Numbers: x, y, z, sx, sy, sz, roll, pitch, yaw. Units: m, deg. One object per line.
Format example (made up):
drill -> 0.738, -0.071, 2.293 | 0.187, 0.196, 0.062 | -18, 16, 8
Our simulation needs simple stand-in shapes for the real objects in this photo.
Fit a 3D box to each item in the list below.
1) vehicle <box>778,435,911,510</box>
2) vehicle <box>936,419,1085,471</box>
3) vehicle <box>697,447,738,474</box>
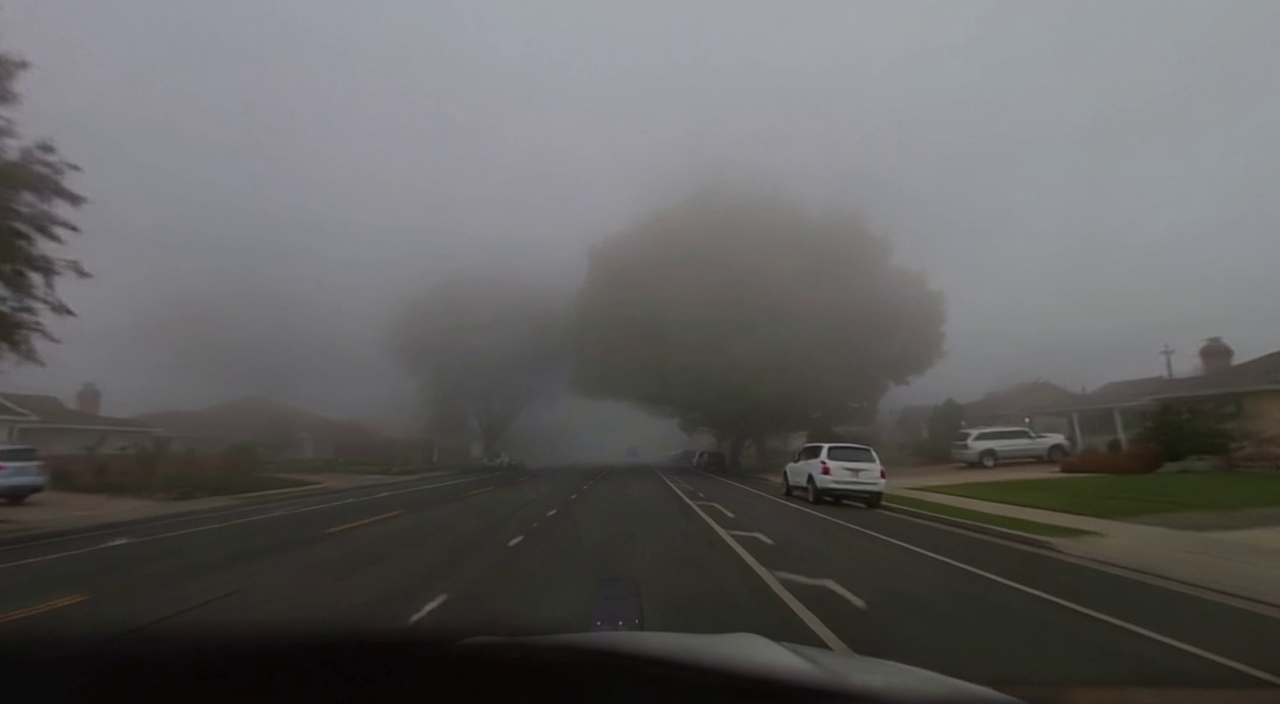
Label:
vehicle -> 5.148, 3.073, 16.632 | 2.001, 1.693, 4.311 | 0, -8, 0
vehicle -> 15.878, 4.028, 27.318 | 4.921, 2.117, 2.249 | -1, -8, 3
vehicle -> 4.789, 6.758, 39.689 | 1.900, 1.608, 5.037 | 0, -8, -1
